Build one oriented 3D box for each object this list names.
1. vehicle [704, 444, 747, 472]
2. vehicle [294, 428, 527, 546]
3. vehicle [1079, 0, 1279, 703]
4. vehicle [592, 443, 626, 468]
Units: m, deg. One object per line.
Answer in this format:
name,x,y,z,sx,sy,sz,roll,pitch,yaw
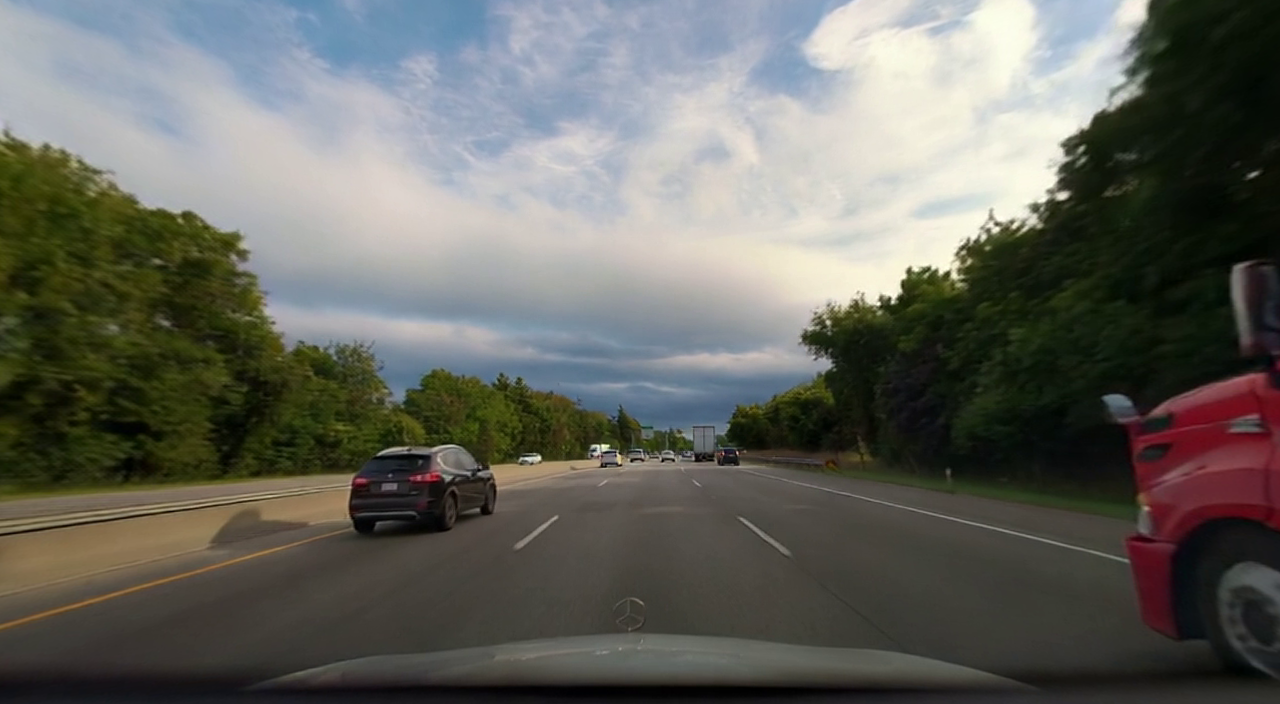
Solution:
vehicle,5.190,6.490,38.705,2.176,1.598,3.878,0,-9,1
vehicle,-3.434,2.144,10.687,2.085,1.530,4.809,0,-9,1
vehicle,4.446,-0.316,1.098,2.976,3.886,5.835,0,-9,1
vehicle,-2.169,7.425,45.140,2.017,1.683,4.309,0,-9,3
